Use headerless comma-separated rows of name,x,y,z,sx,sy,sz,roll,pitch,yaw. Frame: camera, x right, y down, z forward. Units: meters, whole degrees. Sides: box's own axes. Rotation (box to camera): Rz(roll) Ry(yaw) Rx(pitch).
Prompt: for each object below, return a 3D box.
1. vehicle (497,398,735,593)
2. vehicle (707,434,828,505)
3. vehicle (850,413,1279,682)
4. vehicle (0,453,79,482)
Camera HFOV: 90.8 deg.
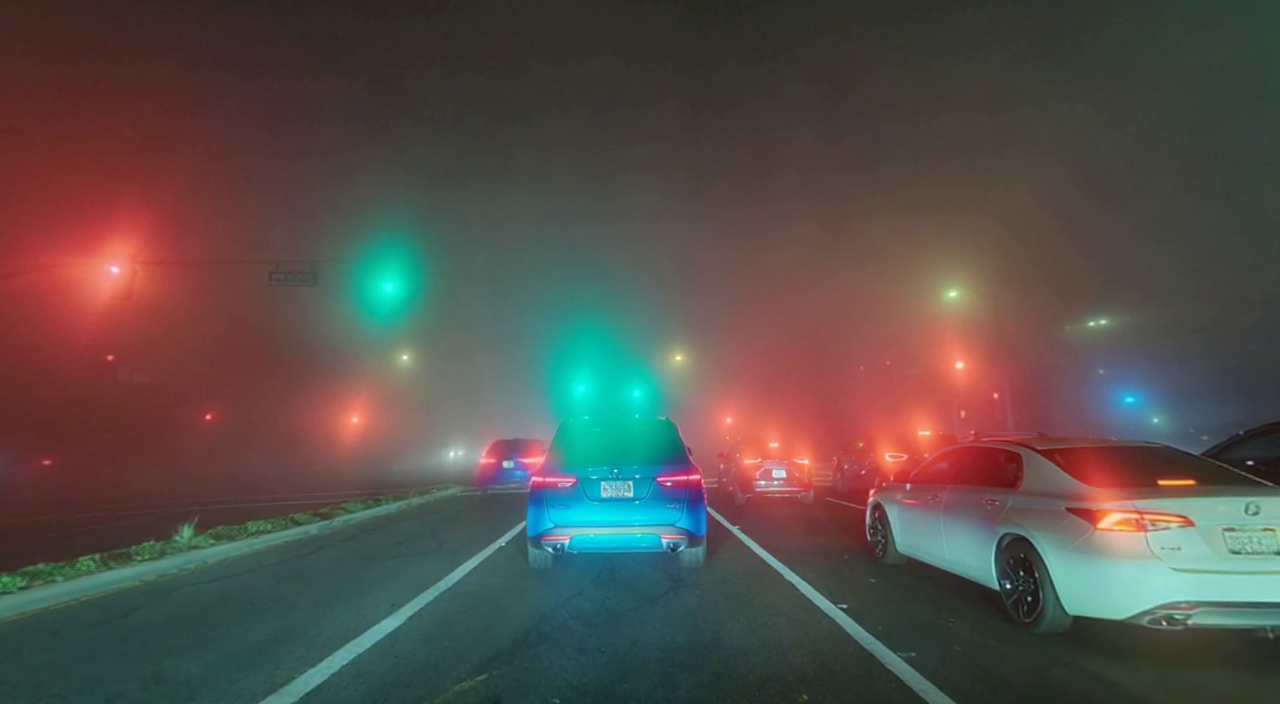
vehicle,-0.268,1.558,7.630,2.101,1.707,3.904,0,-8,-2
vehicle,2.977,2.853,15.773,1.950,1.506,4.086,0,-8,-3
vehicle,3.611,1.395,5.692,1.861,1.478,4.185,0,-8,-2
vehicle,-40.161,7.549,41.379,4.446,1.821,2.276,1,-9,-8
